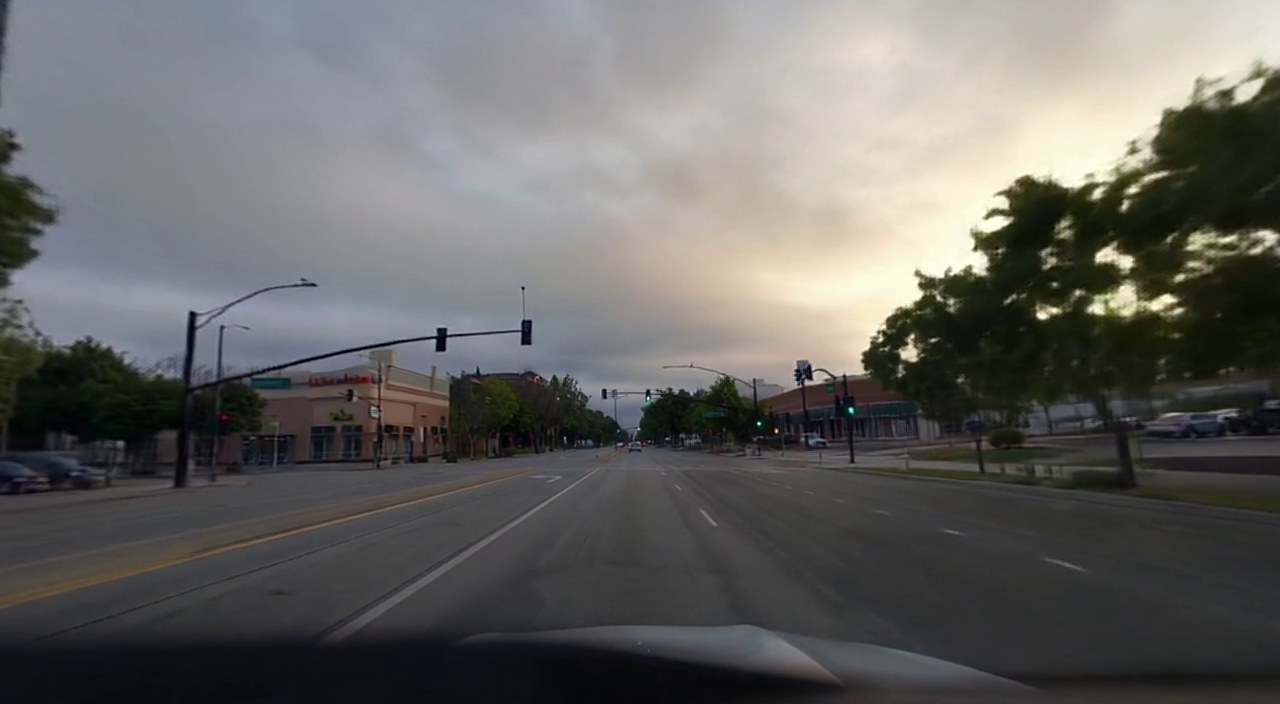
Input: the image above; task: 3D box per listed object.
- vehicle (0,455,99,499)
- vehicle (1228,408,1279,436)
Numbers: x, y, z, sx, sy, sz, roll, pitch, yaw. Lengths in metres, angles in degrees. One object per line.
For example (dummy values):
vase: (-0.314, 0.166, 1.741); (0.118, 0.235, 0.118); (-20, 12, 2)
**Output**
vehicle: (-29.608, 5.767, 29.334); (6.525, 1.890, 2.481); (0, -9, -1)
vehicle: (40.052, 4.418, 39.596); (4.388, 1.651, 1.918); (0, -9, -1)
